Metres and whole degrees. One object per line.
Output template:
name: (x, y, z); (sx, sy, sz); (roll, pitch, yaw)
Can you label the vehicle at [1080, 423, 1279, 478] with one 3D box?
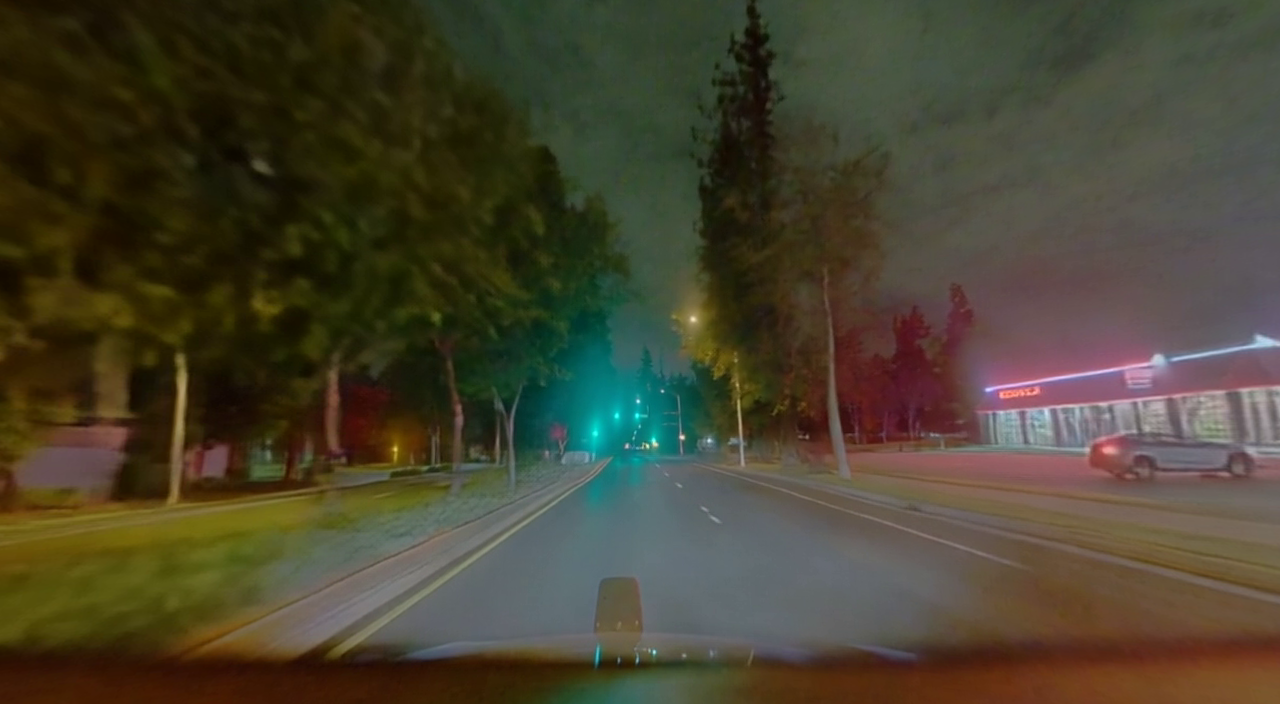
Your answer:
vehicle: (16.261, 2.930, 18.744); (4.701, 1.500, 2.050); (-1, -9, 0)
